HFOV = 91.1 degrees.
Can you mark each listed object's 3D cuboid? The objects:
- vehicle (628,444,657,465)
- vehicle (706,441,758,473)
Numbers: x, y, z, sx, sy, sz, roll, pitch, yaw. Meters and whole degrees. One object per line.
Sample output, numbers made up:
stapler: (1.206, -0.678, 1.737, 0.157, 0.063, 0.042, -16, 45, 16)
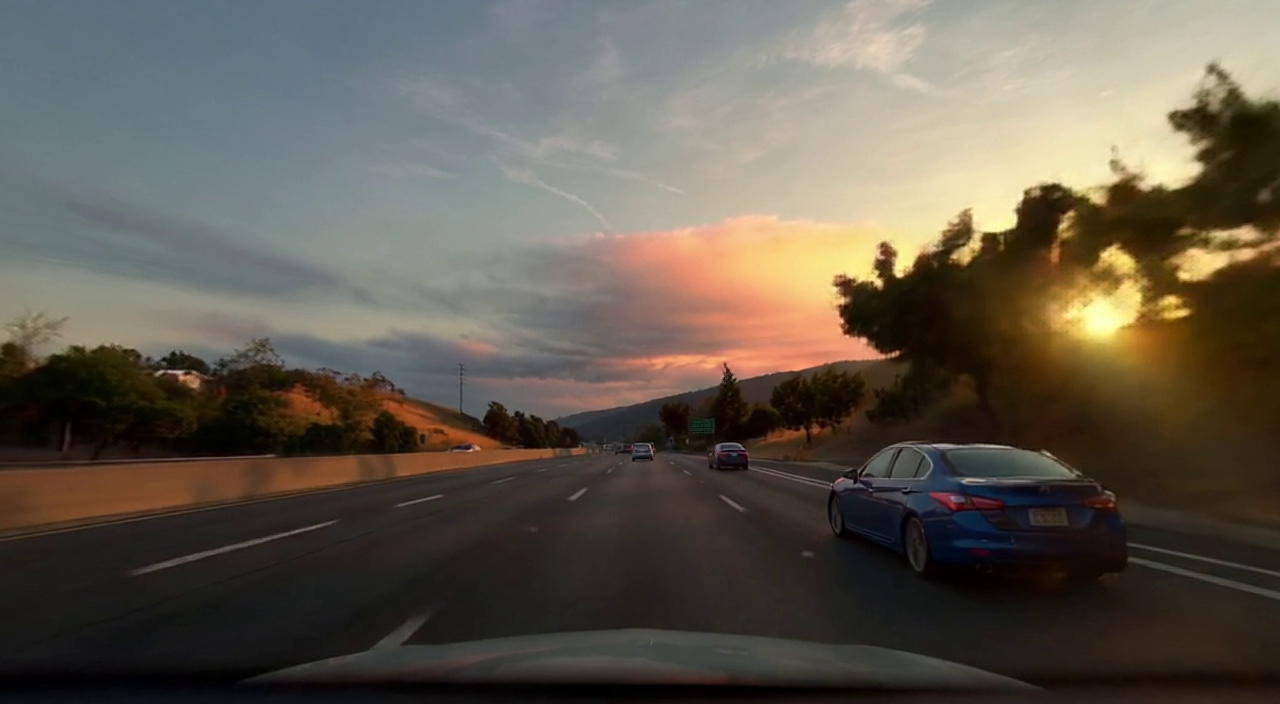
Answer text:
vehicle: (0.160, 7.446, 45.956, 2.052, 1.449, 3.857, 0, -8, 0)
vehicle: (4.687, 5.439, 32.702, 2.008, 1.524, 4.598, 0, -8, 0)
